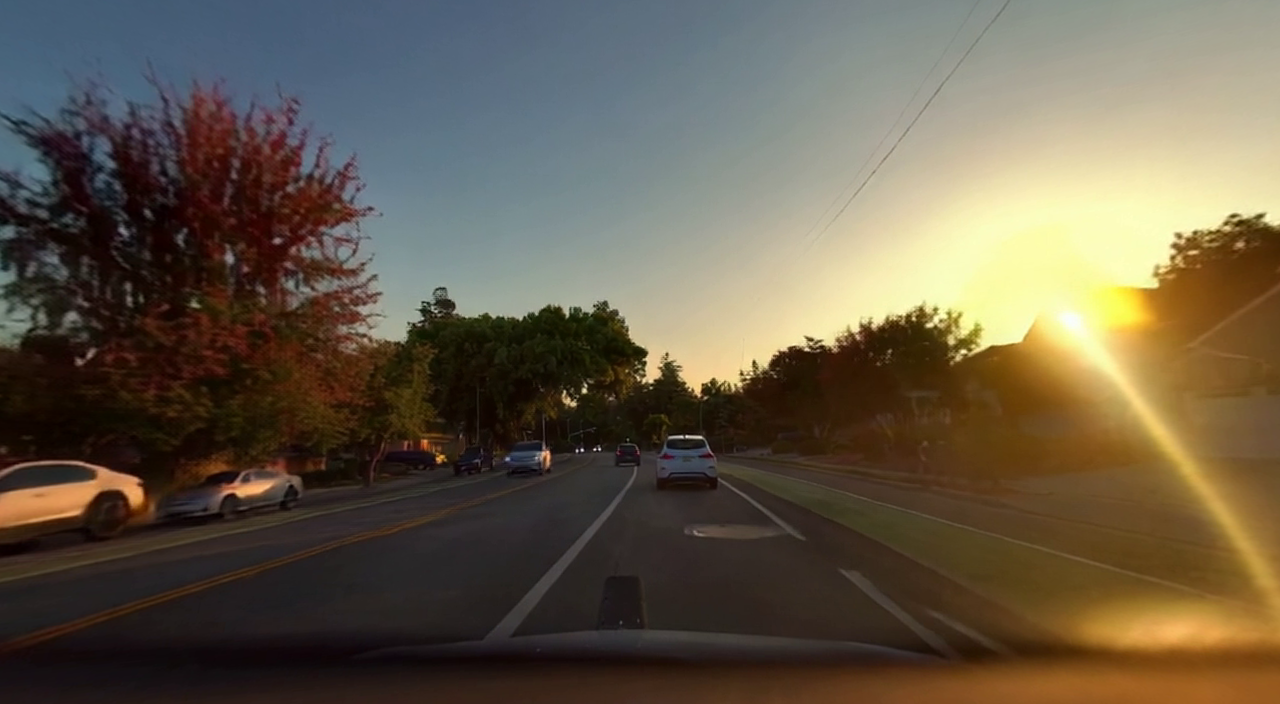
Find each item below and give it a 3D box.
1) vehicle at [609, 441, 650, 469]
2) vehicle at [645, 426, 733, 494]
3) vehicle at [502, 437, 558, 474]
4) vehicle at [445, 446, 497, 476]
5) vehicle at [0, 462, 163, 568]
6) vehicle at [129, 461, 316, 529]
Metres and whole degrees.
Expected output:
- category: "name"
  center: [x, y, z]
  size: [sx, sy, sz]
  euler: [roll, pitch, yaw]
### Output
- category: "vehicle"
  center: [-0.655, 5.770, 35.619]
  size: [2.196, 1.449, 4.006]
  euler: [0, -8, -3]
- category: "vehicle"
  center: [1.303, 3.172, 18.912]
  size: [2.200, 1.763, 4.676]
  euler: [0, -8, -1]
- category: "vehicle"
  center: [-5.986, 5.682, 34.942]
  size: [2.146, 1.912, 4.878]
  euler: [0, -8, 1]
- category: "vehicle"
  center: [-10.900, 7.017, 41.120]
  size: [2.188, 1.813, 4.478]
  euler: [0, -8, -1]
- category: "vehicle"
  center: [-11.524, 2.903, 11.181]
  size: [2.150, 1.644, 5.120]
  euler: [-5, -9, 1]
- category: "vehicle"
  center: [-11.024, 3.761, 17.187]
  size: [1.831, 1.464, 4.520]
  euler: [-1, -8, 3]
